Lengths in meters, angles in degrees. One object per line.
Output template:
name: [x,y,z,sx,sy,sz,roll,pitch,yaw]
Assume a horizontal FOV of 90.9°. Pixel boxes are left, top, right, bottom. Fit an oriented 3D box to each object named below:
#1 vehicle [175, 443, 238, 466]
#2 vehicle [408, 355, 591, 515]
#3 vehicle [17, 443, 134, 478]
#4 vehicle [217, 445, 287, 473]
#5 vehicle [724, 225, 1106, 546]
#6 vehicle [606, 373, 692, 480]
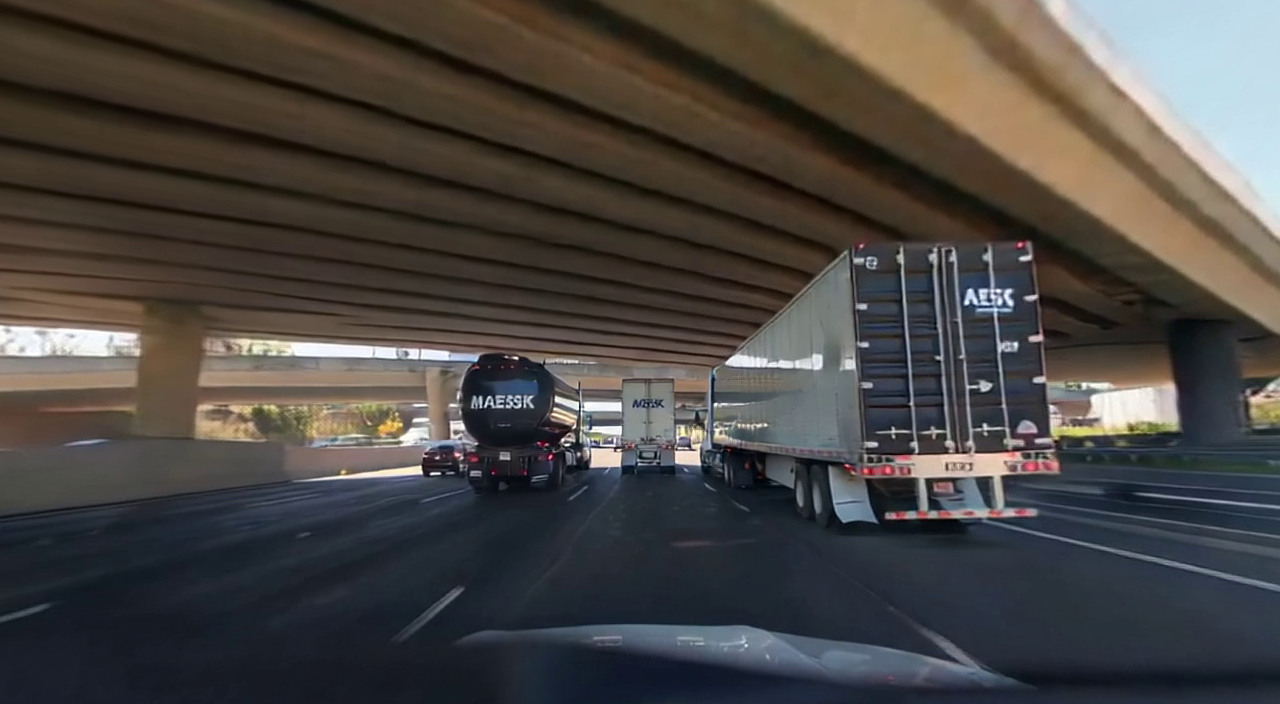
vehicle: [-27.353,6.487,39.906,1.523,1.373,3.357,0,-8,1]
vehicle: [-3.270,2.468,18.370,2.786,3.228,11.082,0,-8,0]
vehicle: [-31.118,5.970,34.997,2.155,1.780,4.716,0,-8,-1]
vehicle: [-20.114,5.511,32.828,1.457,1.354,3.284,0,-8,2]
vehicle: [4.450,1.410,15.420,2.887,4.178,14.553,0,-8,0]
vehicle: [0.399,4.033,32.064,3.097,3.856,18.209,0,-8,0]
